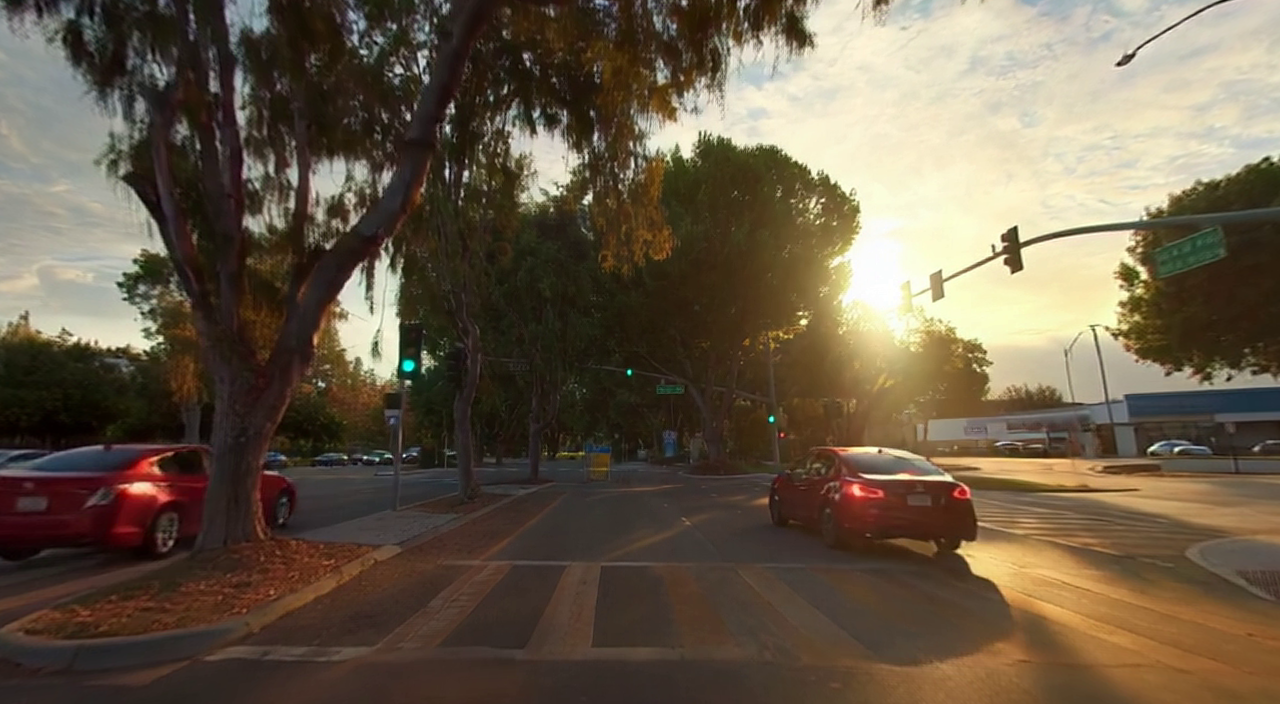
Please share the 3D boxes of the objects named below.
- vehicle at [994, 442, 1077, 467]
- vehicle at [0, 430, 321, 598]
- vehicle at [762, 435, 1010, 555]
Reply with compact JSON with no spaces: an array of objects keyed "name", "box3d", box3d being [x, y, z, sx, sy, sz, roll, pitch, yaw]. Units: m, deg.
[{"name":"vehicle","box3d":[28.438,7.372,45.533,2.026,1.657,5.260,1,-9,-9]},{"name":"vehicle","box3d":[-6.143,1.785,7.922,1.995,1.470,4.556,0,-9,-2]},{"name":"vehicle","box3d":[3.597,2.160,10.360,1.940,1.487,4.562,0,-9,-4]}]
